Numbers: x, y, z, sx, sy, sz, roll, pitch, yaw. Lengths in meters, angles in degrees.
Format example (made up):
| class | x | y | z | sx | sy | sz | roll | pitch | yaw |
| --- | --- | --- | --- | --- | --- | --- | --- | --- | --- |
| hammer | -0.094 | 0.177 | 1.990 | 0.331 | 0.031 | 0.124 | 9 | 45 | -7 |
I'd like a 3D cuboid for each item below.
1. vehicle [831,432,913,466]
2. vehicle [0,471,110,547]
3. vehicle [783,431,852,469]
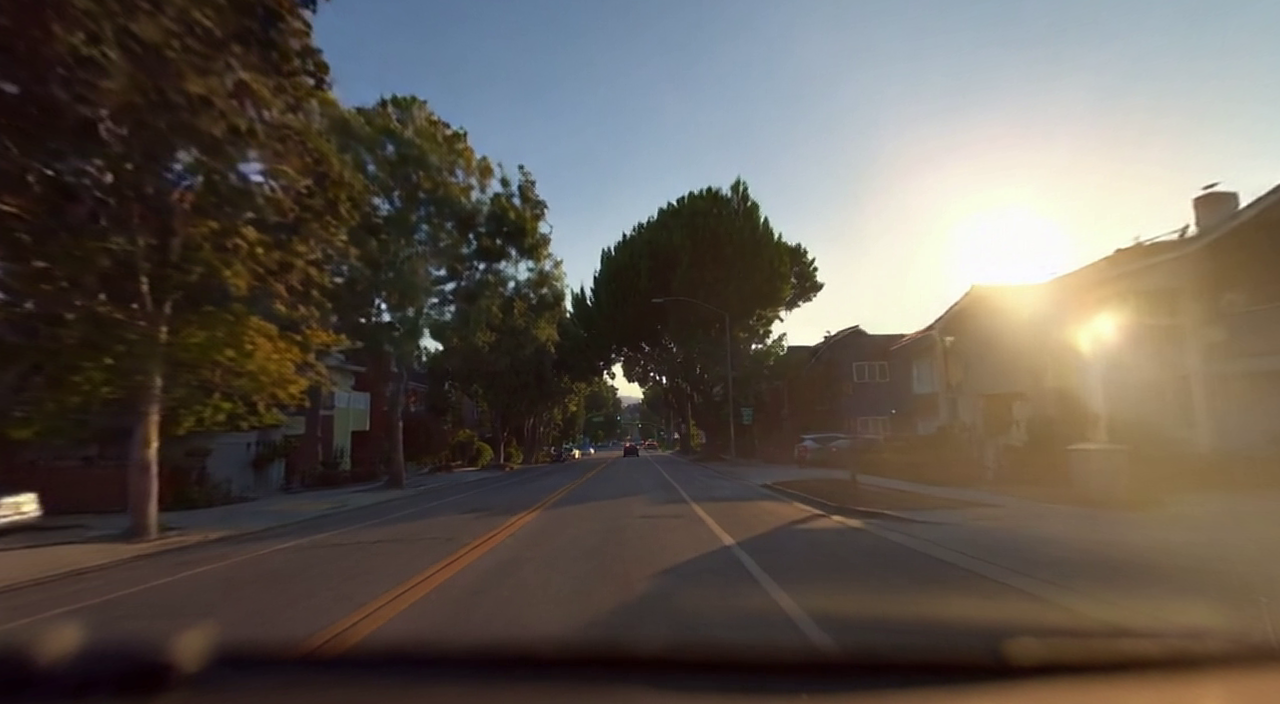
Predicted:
| class | x | y | z | sx | sy | sz | roll | pitch | yaw |
| --- | --- | --- | --- | --- | --- | --- | --- | --- | --- |
| vehicle | 11.867 | 5.029 | 32.716 | 2.181 | 1.530 | 4.867 | -2 | -8 | -3 |
| vehicle | -15.362 | 3.696 | 14.846 | 2.124 | 1.538 | 4.237 | -1 | -8 | 0 |
| vehicle | 9.109 | 5.068 | 32.846 | 2.121 | 1.785 | 4.693 | 0 | -9 | -1 |
